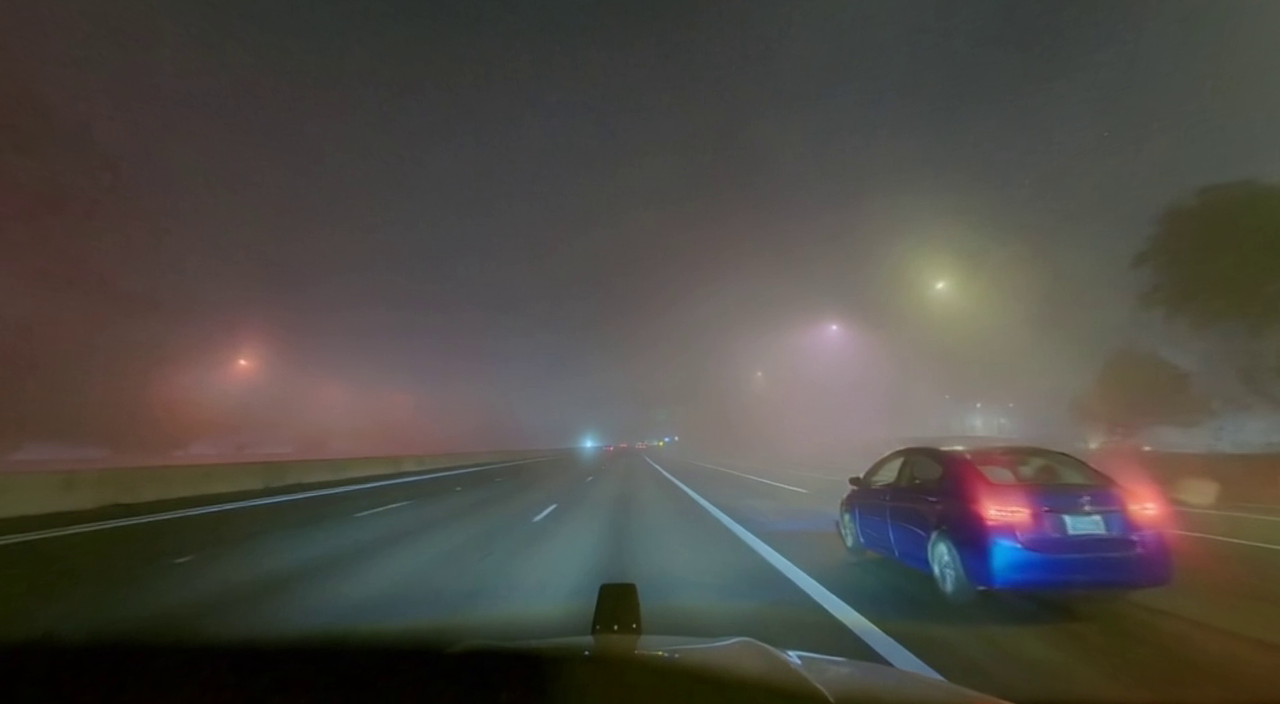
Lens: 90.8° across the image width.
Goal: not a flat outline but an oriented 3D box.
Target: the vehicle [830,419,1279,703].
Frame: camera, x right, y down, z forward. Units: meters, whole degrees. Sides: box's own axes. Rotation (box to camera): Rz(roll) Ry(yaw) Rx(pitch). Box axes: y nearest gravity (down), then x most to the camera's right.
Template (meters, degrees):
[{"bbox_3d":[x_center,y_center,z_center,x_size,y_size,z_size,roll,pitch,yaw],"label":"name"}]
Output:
[{"bbox_3d":[3.487,1.449,5.717,1.989,1.479,4.670,0,-8,-1],"label":"vehicle"}]
